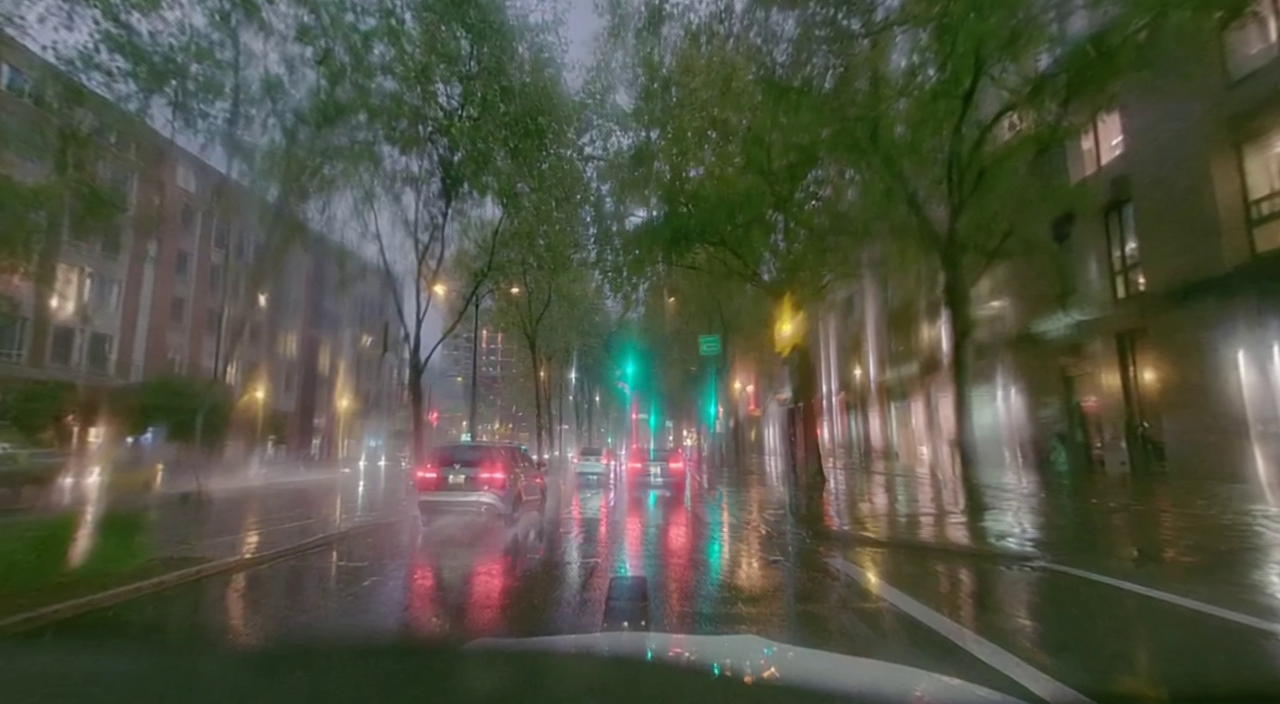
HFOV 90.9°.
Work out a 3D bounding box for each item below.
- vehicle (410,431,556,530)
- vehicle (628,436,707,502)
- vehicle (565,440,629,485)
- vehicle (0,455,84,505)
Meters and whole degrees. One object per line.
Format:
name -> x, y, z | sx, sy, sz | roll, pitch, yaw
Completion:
vehicle -> -3.019, 2.551, 13.060 | 1.940, 1.722, 3.823 | 0, -8, 1
vehicle -> 0.783, 3.435, 18.907 | 2.120, 1.758, 3.917 | 0, -8, 2
vehicle -> -1.853, 4.939, 28.627 | 2.220, 1.847, 4.587 | -1, -8, 5
vehicle -> -27.292, 5.470, 27.060 | 2.126, 1.935, 5.034 | 0, -8, 2
